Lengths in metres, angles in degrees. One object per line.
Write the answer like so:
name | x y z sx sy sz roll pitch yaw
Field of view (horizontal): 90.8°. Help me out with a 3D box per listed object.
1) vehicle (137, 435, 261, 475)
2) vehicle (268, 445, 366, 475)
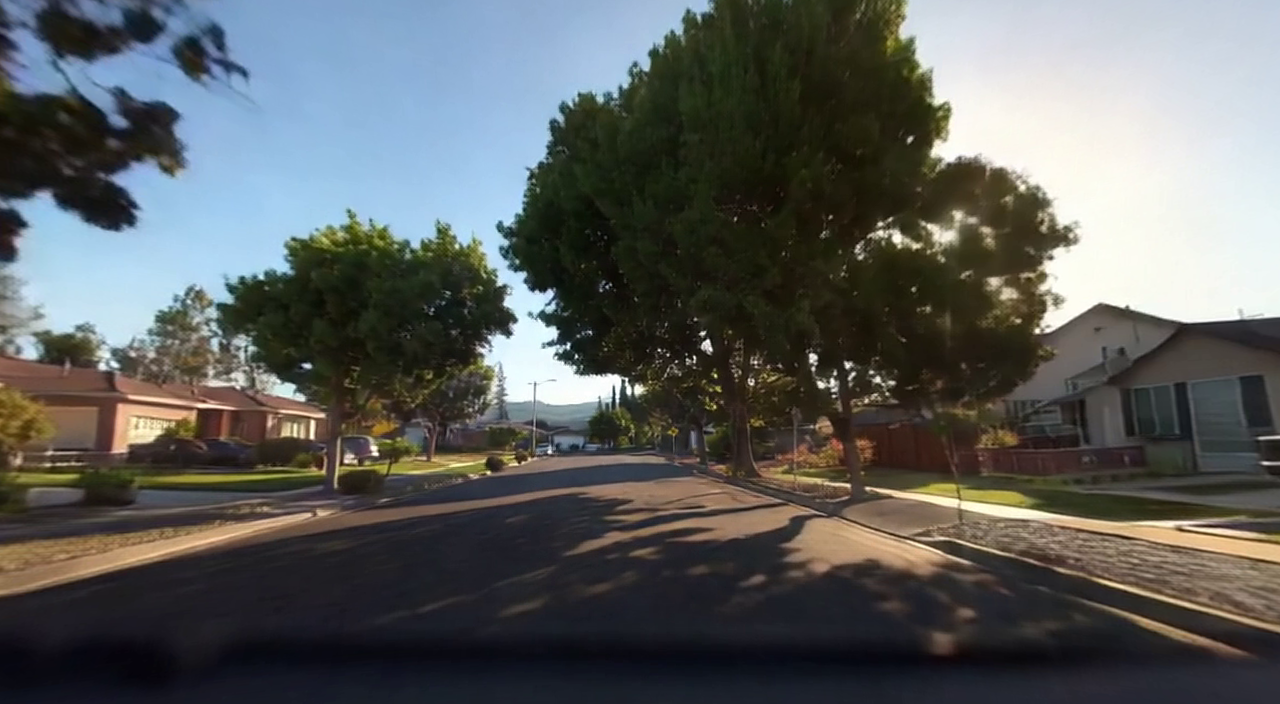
vehicle | -21.228 4.977 30.593 4.359 1.789 2.123 0 -9 -3
vehicle | -17.952 6.016 35.284 4.307 1.508 2.072 -1 -9 -2
